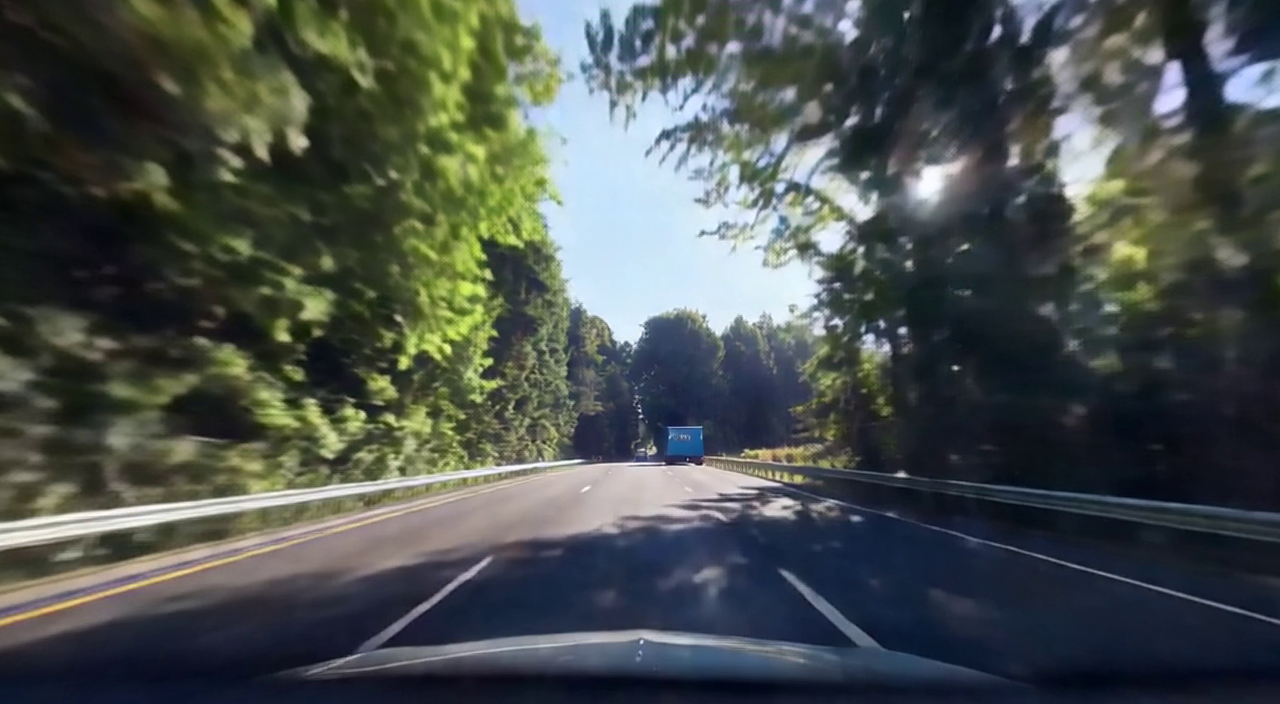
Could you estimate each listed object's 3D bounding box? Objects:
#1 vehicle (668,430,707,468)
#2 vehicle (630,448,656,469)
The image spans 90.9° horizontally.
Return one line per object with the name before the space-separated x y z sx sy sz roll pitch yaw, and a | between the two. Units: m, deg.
vehicle | 3.666 7.685 49.947 2.572 2.795 5.978 0 -9 -1
vehicle | 0.237 8.022 47.466 1.900 1.497 3.732 0 -9 1
